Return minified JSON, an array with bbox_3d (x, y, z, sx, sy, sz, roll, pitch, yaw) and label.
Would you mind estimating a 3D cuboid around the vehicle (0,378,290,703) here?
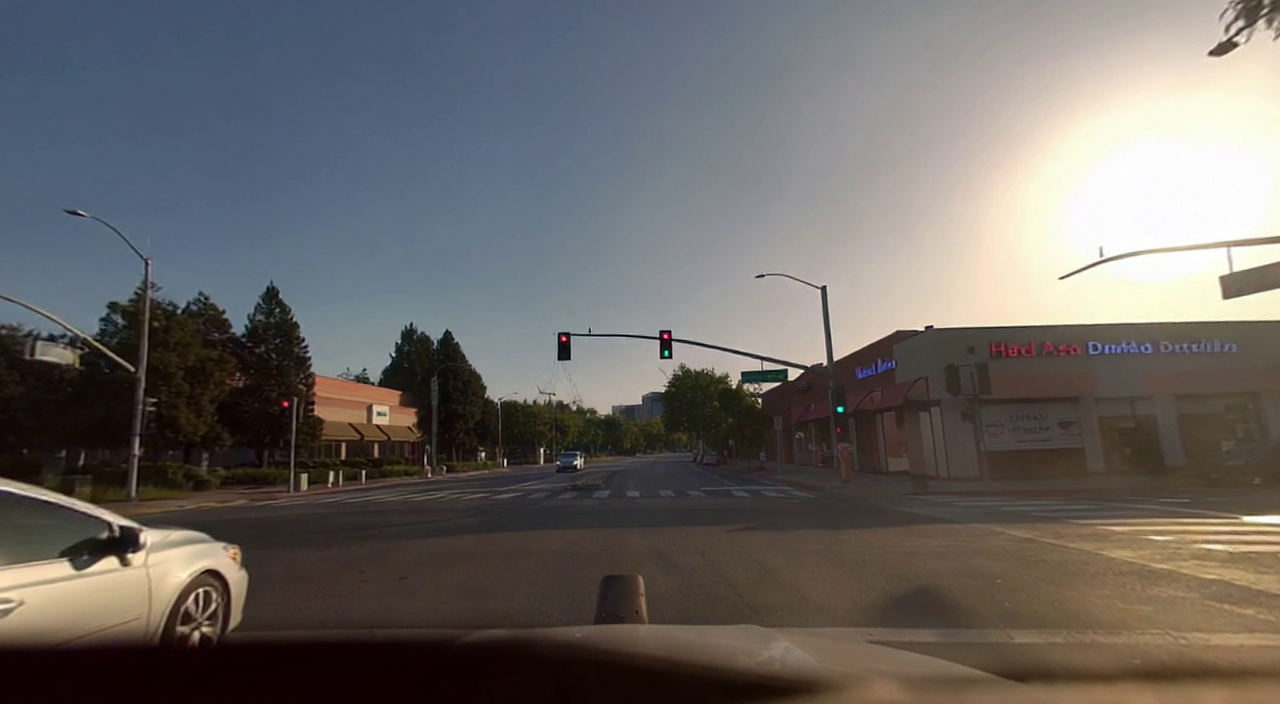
[{"bbox_3d":[-3.496,0.893,2.269,1.947,1.627,4.248,0,-9,1],"label":"vehicle"}]
